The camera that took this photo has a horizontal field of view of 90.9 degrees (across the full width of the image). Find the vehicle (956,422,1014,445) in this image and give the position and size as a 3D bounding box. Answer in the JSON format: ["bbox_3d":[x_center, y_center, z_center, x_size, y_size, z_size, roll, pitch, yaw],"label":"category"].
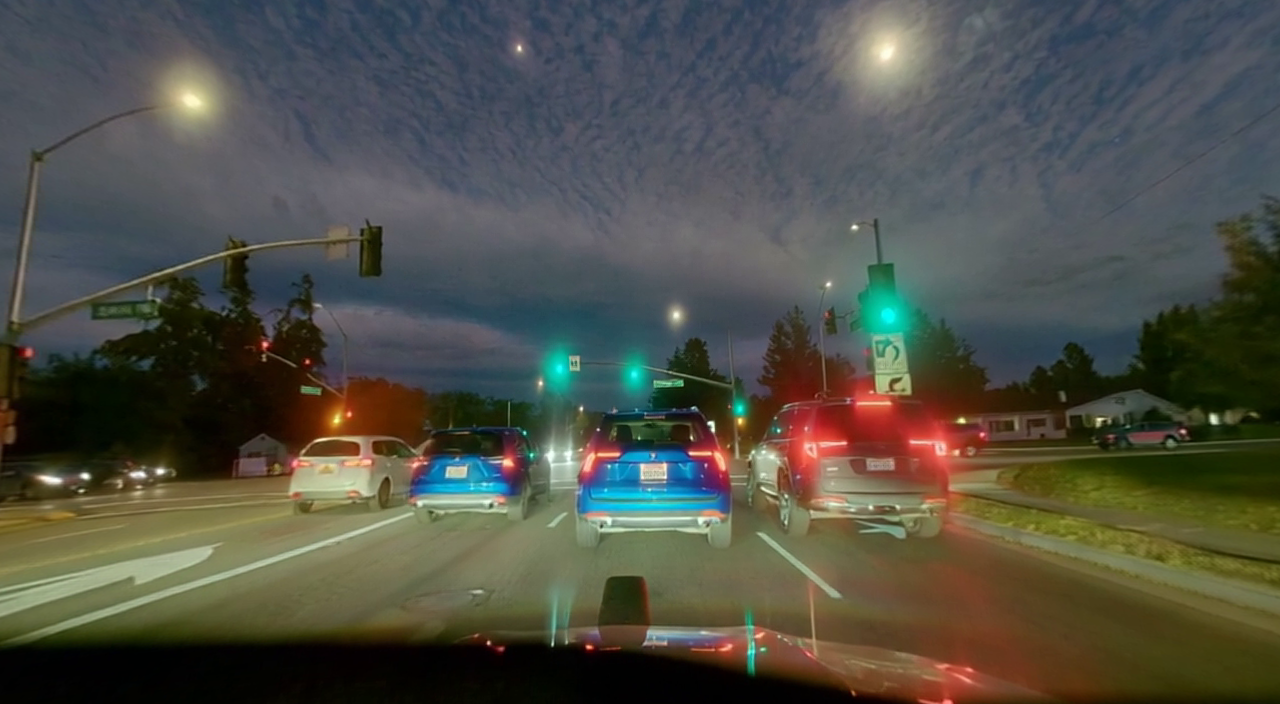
[{"bbox_3d":[23.776,5.684,43.578,1.830,1.516,3.943,0,-9,1],"label":"vehicle"}]

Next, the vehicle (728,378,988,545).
[{"bbox_3d":[3.105,1.778,10.736,2.338,2.063,5.672,0,-9,0],"label":"vehicle"}]

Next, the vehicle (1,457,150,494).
[{"bbox_3d":[-23.999,5.239,26.911,4.383,1.456,1.999,0,-9,-1],"label":"vehicle"}]

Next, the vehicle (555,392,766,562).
[{"bbox_3d":[0.200,1.636,8.850,2.235,1.778,4.178,0,-8,0],"label":"vehicle"}]

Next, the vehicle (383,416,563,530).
[{"bbox_3d":[-2.739,2.131,11.626,2.058,1.659,4.514,0,-9,0],"label":"vehicle"}]

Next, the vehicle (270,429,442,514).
[{"bbox_3d":[-6.332,2.702,14.758,2.052,1.664,4.476,0,-8,-2],"label":"vehicle"}]
